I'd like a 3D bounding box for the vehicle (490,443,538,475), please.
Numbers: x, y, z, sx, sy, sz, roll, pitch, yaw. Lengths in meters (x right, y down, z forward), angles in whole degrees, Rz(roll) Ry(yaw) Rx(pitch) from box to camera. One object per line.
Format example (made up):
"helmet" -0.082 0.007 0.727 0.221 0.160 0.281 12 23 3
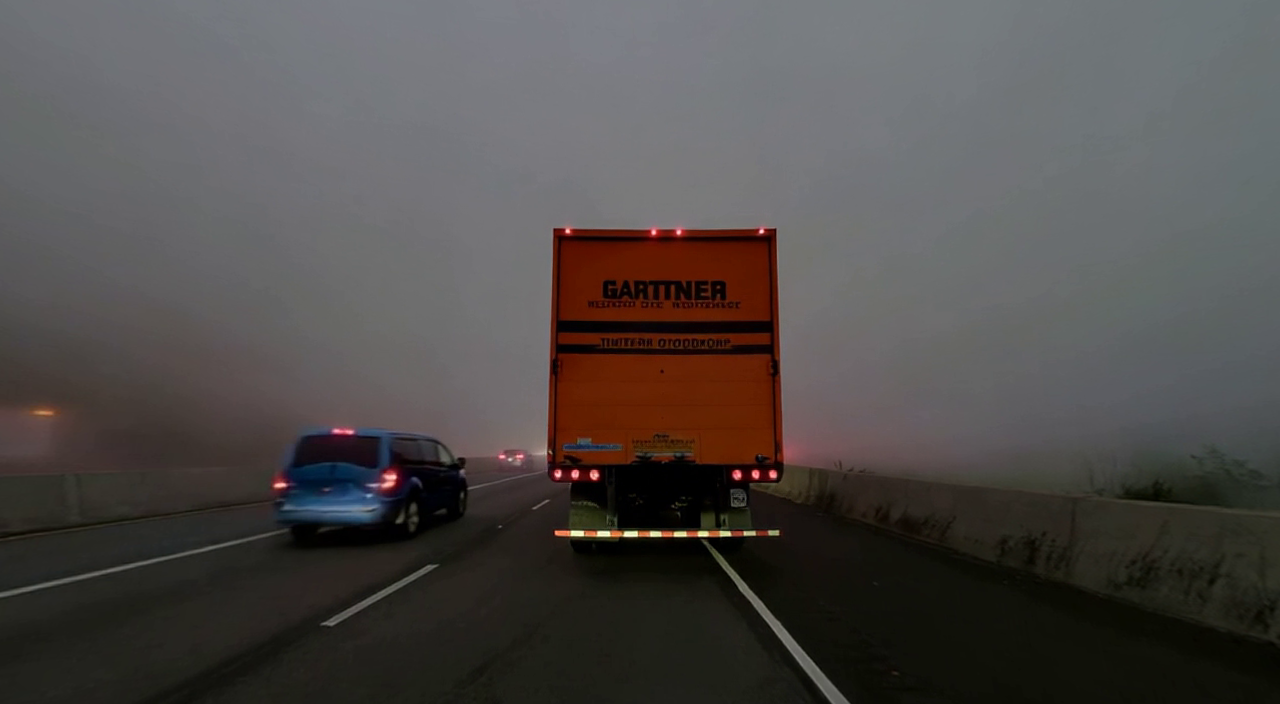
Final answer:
"vehicle" -8.613 7.376 43.652 2.174 2.059 5.314 0 -9 0

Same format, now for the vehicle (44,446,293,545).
"vehicle" -8.207 2.482 11.454 1.828 1.502 3.385 0 -9 1

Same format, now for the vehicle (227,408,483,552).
"vehicle" -4.631 2.193 11.417 2.293 2.015 4.915 0 -9 0

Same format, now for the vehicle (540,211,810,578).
"vehicle" 0.479 1.216 12.193 2.853 4.054 10.557 0 -9 1
